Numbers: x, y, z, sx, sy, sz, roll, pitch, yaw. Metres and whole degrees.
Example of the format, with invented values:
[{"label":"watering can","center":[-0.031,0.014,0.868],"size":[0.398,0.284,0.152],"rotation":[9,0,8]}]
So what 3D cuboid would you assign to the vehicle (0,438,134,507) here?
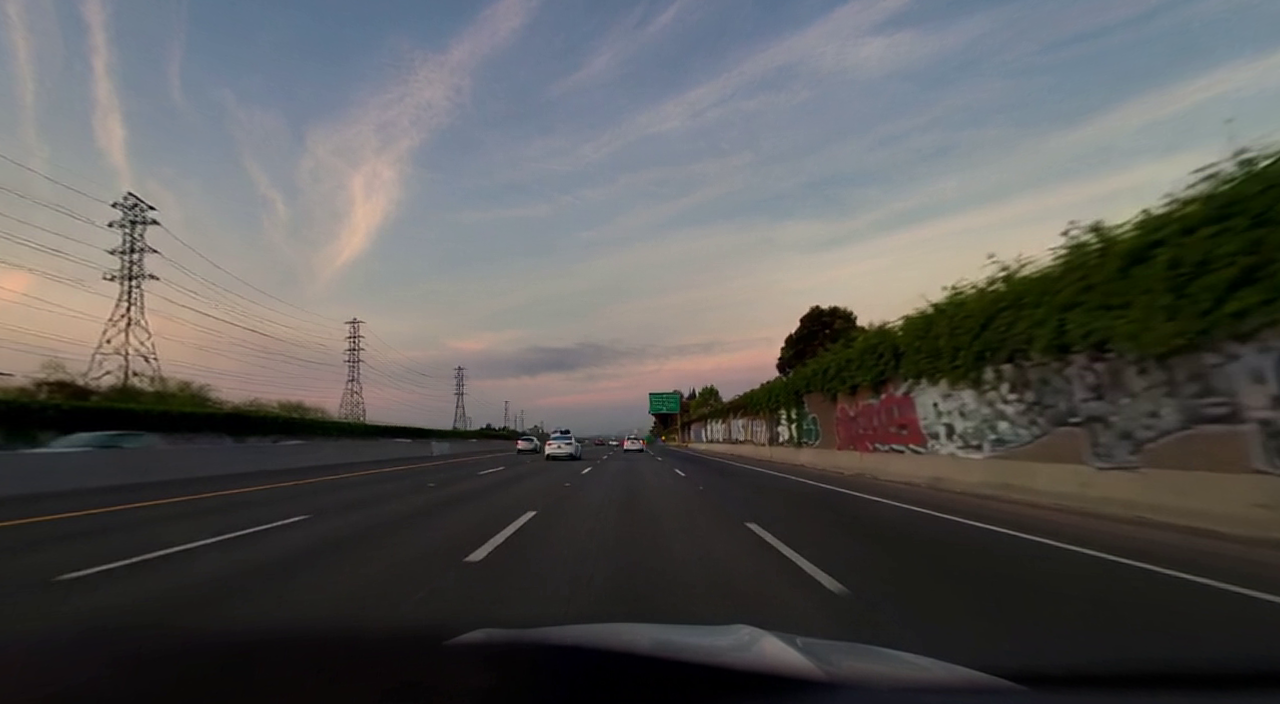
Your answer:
[{"label":"vehicle","center":[-15.624,2.994,16.137],"size":[1.929,1.531,4.100],"rotation":[0,-8,-1]}]

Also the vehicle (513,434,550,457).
[{"label":"vehicle","center":[-8.157,7.059,47.590],"size":[2.033,1.615,4.168],"rotation":[0,-8,0]}]

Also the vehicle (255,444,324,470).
[{"label":"vehicle","center":[-21.161,6.322,38.256],"size":[1.787,1.436,4.133],"rotation":[0,-8,0]}]

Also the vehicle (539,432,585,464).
[{"label":"vehicle","center":[-4.301,5.343,35.274],"size":[2.118,1.640,4.031],"rotation":[0,-8,0]}]
